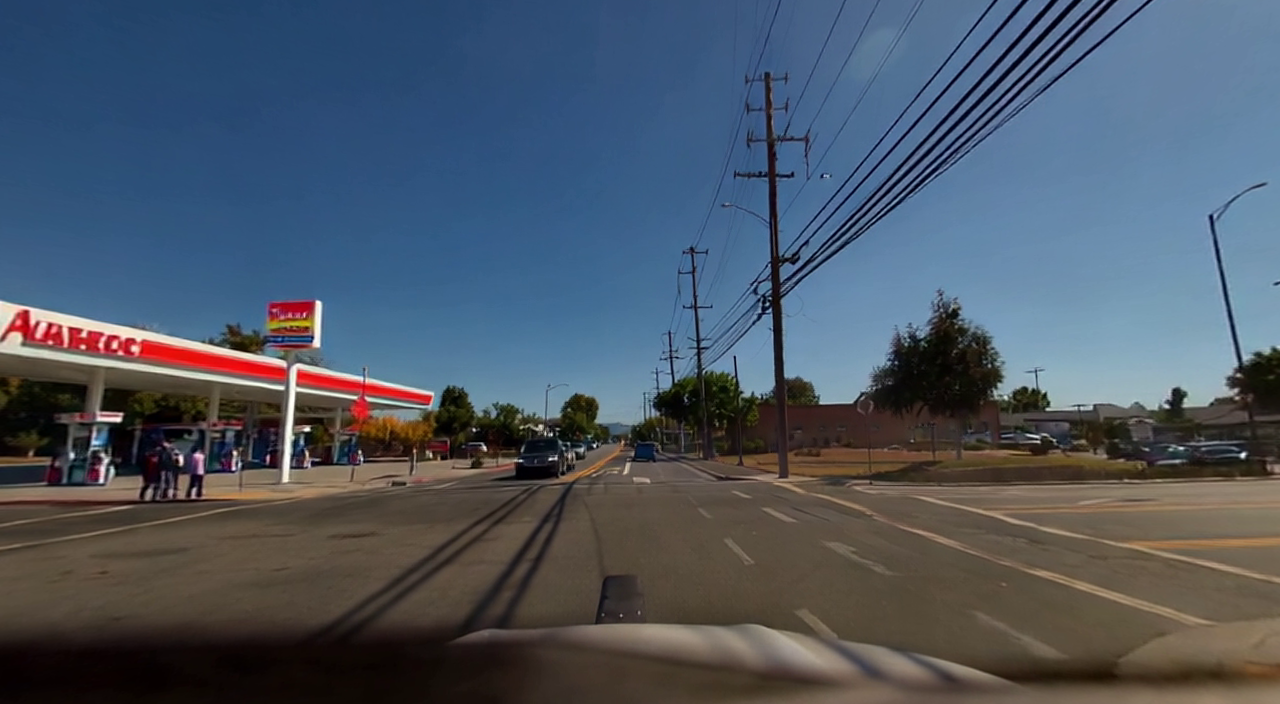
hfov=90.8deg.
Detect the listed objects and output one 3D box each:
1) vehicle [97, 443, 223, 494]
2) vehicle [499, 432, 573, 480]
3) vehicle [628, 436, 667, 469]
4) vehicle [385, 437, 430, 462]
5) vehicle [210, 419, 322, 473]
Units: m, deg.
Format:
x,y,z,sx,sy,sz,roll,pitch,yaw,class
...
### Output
x,y,z,sx,sy,sz,roll,pitch,yaw,class
-15.878,3.747,20.794,5.116,1.487,1.928,-7,-10,37,vehicle
-4.331,4.420,27.159,2.274,1.844,4.843,0,-8,1,vehicle
0.340,5.376,34.094,2.000,1.663,4.271,0,-8,-1,vehicle
-17.281,7.252,47.186,1.890,1.761,4.578,0,-8,-3,vehicle
-17.545,4.437,30.002,2.499,2.309,4.613,0,-8,-1,vehicle
